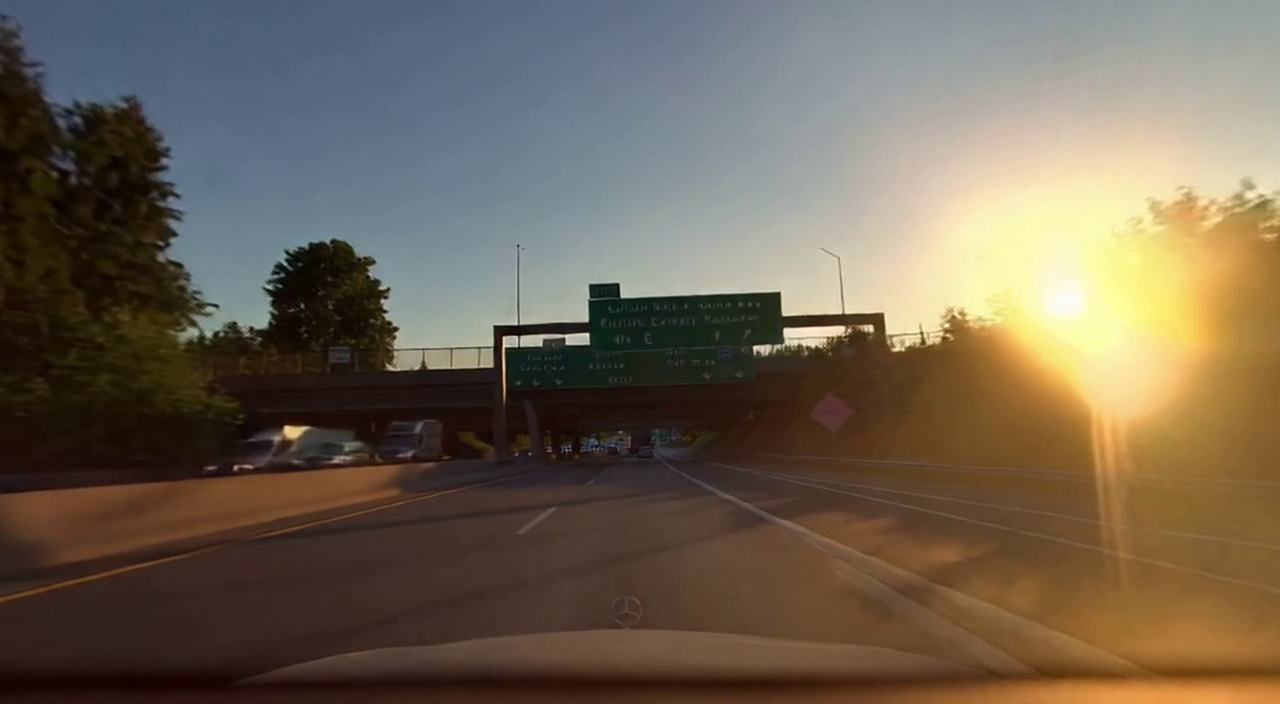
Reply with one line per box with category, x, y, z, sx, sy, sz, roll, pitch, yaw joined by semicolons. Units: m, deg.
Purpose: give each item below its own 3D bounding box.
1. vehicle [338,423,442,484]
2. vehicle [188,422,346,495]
vehicle;-12.166;5.023;31.330;2.488;2.689;5.896;-1;-9;3
vehicle;-16.710;4.842;29.021;2.881;2.910;7.027;0;-9;0
